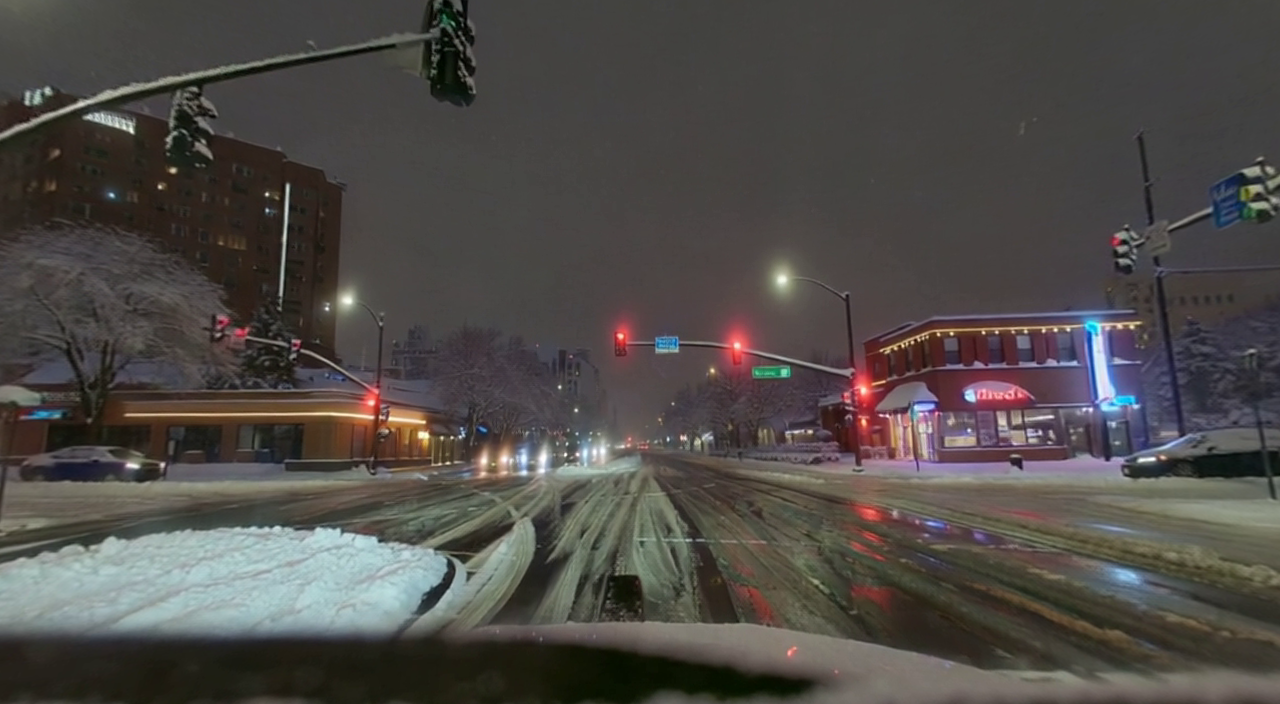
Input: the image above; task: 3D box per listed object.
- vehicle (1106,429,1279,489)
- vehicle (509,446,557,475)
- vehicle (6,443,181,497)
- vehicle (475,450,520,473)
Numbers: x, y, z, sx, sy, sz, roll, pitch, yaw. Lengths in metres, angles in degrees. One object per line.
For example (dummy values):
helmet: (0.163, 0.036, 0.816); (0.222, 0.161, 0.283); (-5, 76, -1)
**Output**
vehicle: (15.418, 2.799, 16.602); (4.651, 1.463, 1.880); (-2, -9, 8)
vehicle: (-6.782, 6.915, 40.586); (2.181, 1.703, 4.512); (-1, -9, 1)
vehicle: (-21.158, 4.543, 24.585); (5.161, 1.910, 2.275); (-2, -9, 11)
vehicle: (-9.846, 7.607, 44.002); (2.106, 1.505, 4.228); (0, -9, 0)
